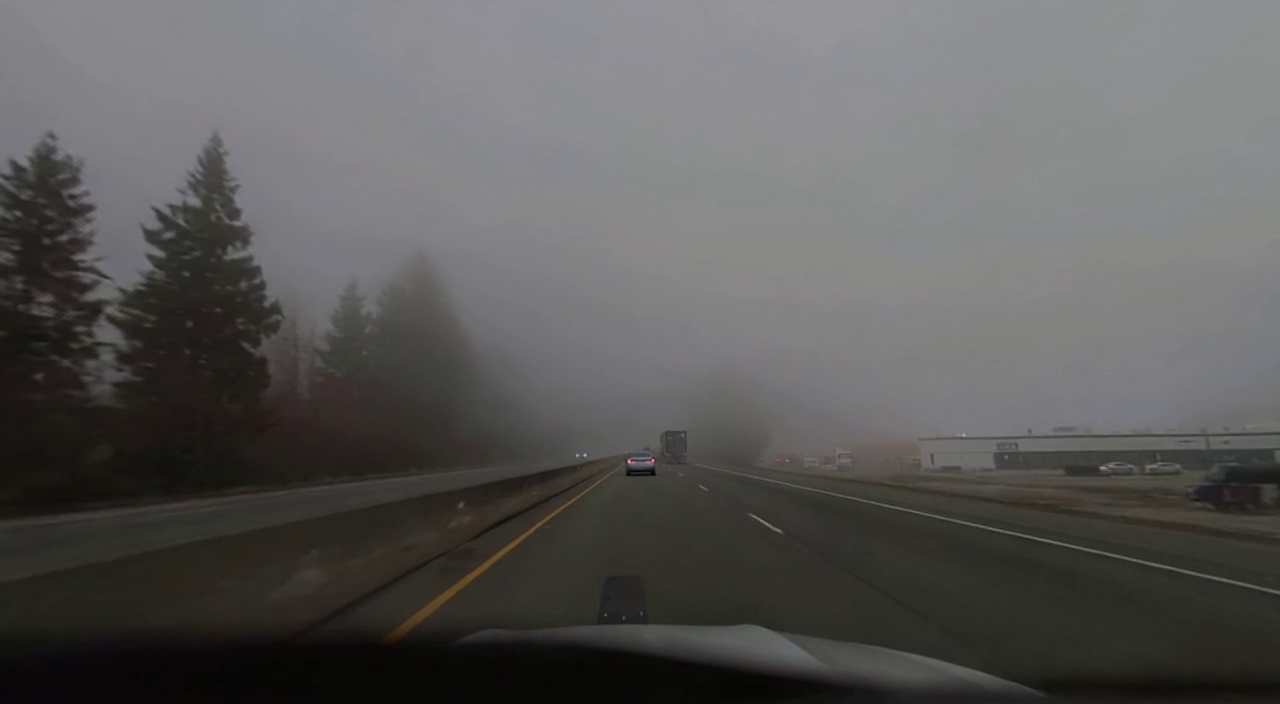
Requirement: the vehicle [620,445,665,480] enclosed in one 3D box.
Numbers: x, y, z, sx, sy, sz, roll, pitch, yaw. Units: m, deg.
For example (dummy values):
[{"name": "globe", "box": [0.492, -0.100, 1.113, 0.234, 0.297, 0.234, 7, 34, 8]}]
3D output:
[{"name": "vehicle", "box": [0.103, 5.296, 30.416, 2.045, 1.527, 4.023, 0, -9, 0]}]
